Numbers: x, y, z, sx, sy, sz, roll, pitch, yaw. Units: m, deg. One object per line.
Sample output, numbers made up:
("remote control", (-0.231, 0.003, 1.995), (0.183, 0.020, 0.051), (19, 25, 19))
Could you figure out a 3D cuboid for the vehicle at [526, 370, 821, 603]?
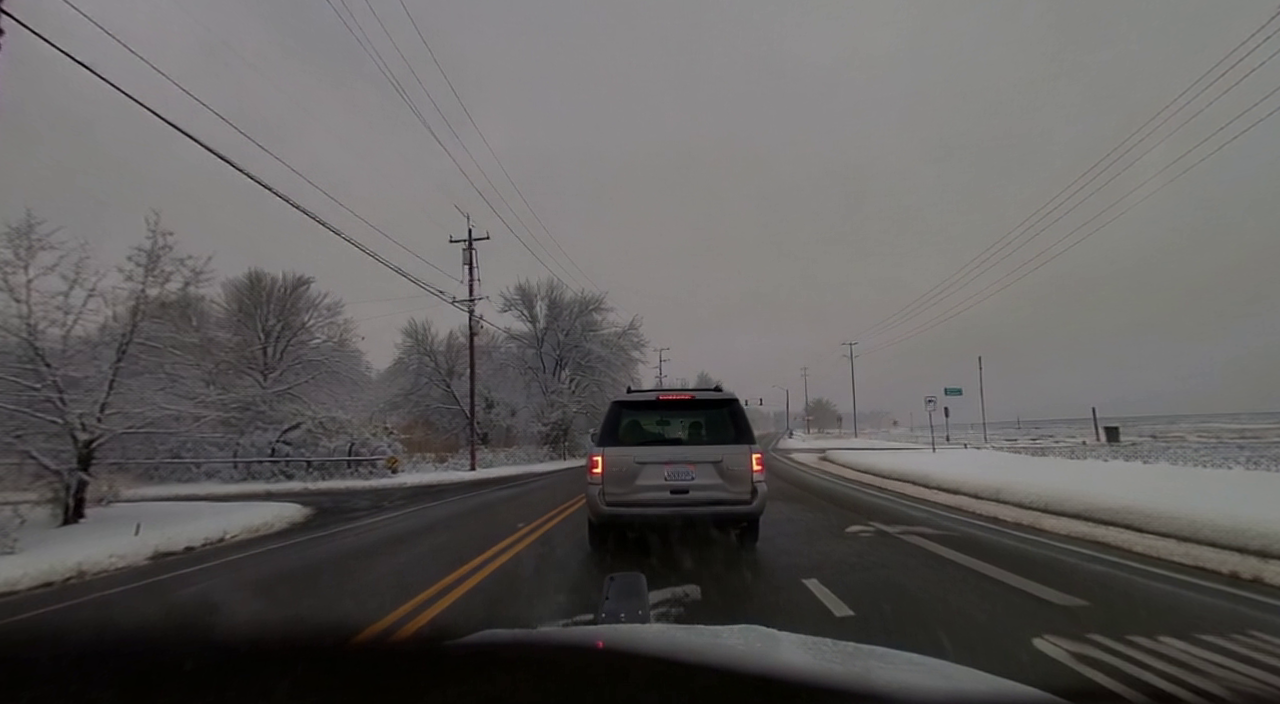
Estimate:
("vehicle", (0.191, 1.412, 7.431), (2.364, 1.859, 4.538), (0, -9, -2))
